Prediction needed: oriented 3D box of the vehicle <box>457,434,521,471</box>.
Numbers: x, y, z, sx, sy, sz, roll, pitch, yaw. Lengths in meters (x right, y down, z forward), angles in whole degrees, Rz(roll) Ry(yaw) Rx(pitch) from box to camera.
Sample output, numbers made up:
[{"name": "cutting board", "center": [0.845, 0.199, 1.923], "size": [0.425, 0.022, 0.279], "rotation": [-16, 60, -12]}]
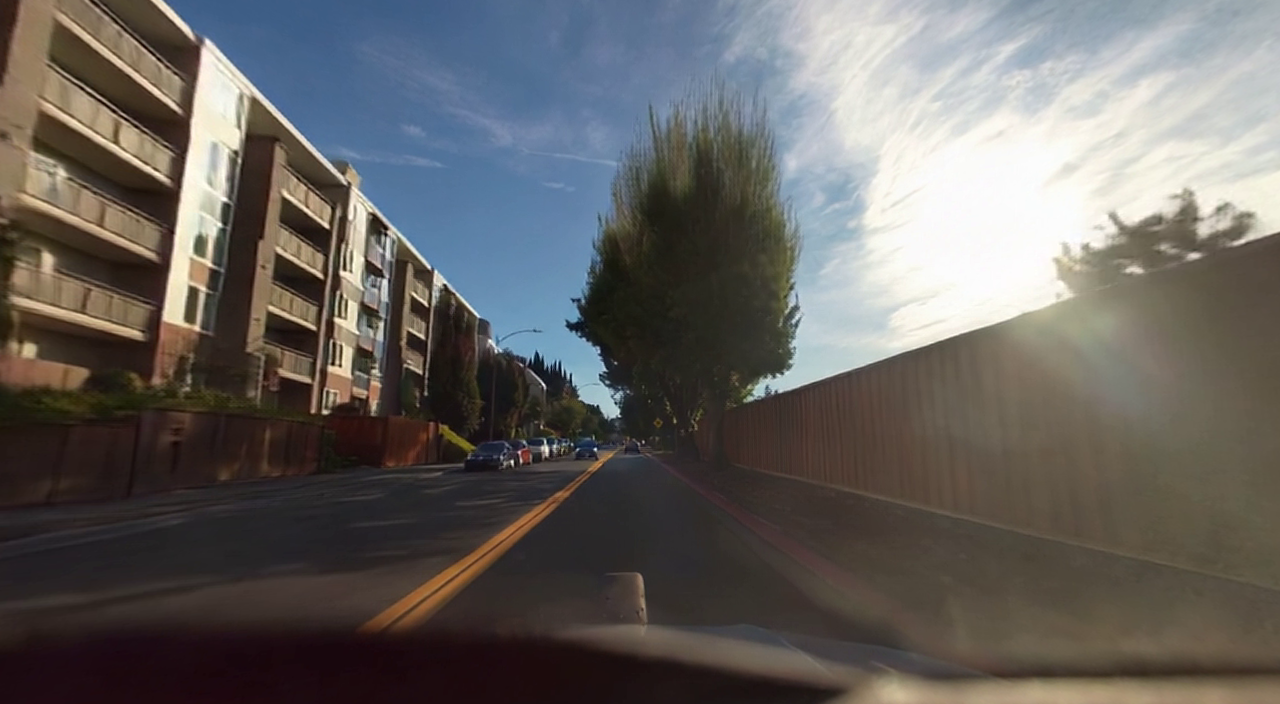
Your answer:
[{"name": "vehicle", "center": [-7.206, 4.843, 30.599], "size": [1.913, 1.560, 4.513], "rotation": [2, -8, 0]}]

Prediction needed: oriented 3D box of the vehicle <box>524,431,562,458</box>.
[{"name": "vehicle", "center": [-7.481, 7.175, 49.352], "size": [2.098, 1.851, 4.817], "rotation": [2, -7, 1]}]
